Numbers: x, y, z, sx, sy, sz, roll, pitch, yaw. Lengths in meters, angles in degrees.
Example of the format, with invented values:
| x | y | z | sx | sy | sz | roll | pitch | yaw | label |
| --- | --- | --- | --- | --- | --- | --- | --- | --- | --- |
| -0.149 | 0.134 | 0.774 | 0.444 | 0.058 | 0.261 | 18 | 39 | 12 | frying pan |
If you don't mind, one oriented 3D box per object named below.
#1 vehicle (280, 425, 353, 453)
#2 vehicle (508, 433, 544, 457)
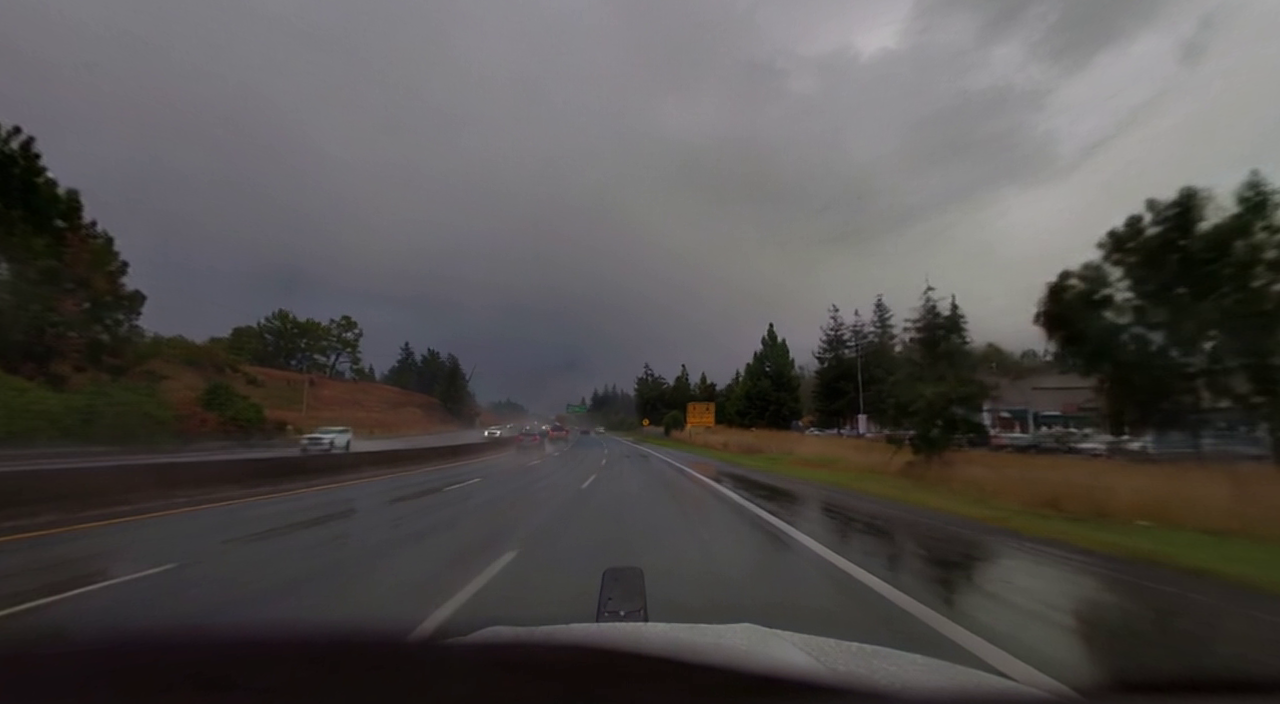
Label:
| x | y | z | sx | sy | sz | roll | pitch | yaw | label |
| --- | --- | --- | --- | --- | --- | --- | --- | --- | --- |
| -22.244 | 6.056 | 43.724 | 2.148 | 1.794 | 5.793 | 0 | -8 | -2 | vehicle |
| -8.083 | 6.587 | 44.915 | 1.931 | 1.608 | 3.977 | 0 | -8 | -2 | vehicle |
